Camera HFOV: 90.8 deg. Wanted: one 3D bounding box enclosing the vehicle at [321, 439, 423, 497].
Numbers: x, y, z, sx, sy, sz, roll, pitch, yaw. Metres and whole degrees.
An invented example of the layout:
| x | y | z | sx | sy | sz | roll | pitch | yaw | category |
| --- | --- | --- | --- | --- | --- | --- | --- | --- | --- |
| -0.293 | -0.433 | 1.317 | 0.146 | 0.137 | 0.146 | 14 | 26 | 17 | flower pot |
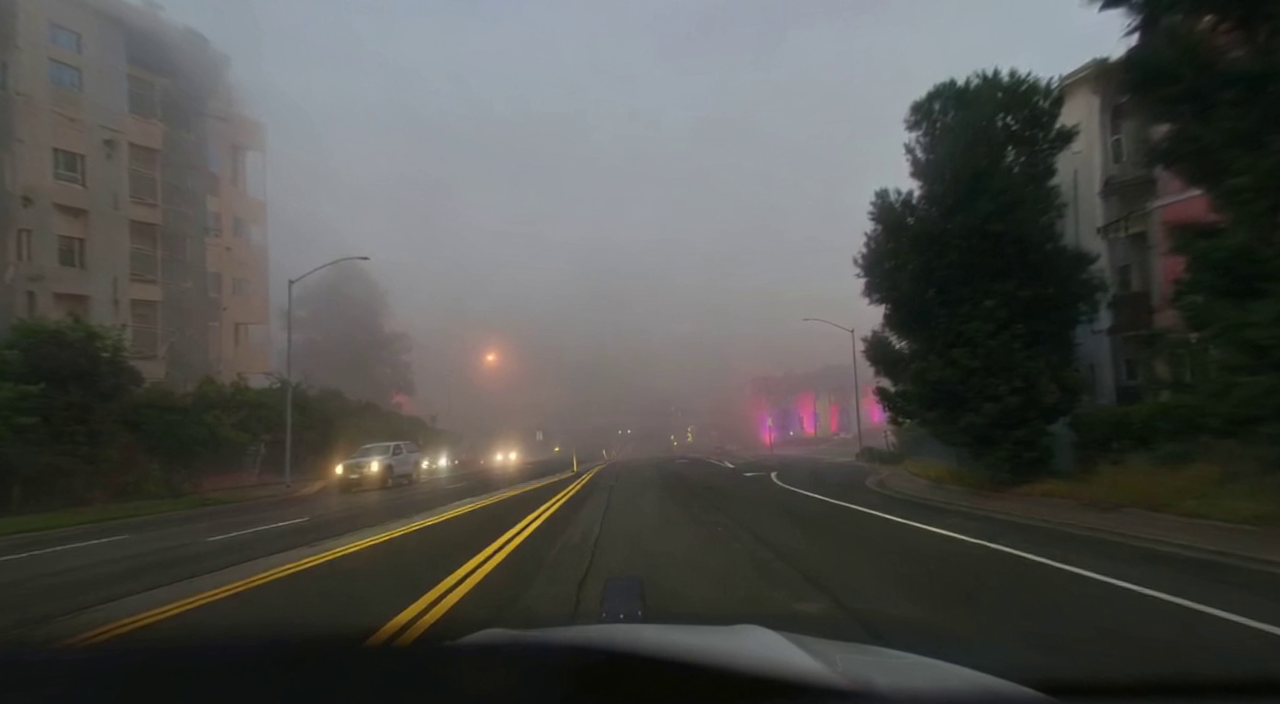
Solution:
| x | y | z | sx | sy | sz | roll | pitch | yaw | category |
| --- | --- | --- | --- | --- | --- | --- | --- | --- | --- |
| -9.625 | 4.145 | 23.145 | 2.112 | 1.873 | 4.717 | 1 | -8 | -7 | vehicle |

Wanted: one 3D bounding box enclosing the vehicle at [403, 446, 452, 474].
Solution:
| x | y | z | sx | sy | sz | roll | pitch | yaw | category |
| --- | --- | --- | --- | --- | --- | --- | --- | --- | --- |
| -12.770 | 6.493 | 38.225 | 2.145 | 1.559 | 4.967 | 2 | -9 | -11 | vehicle |
